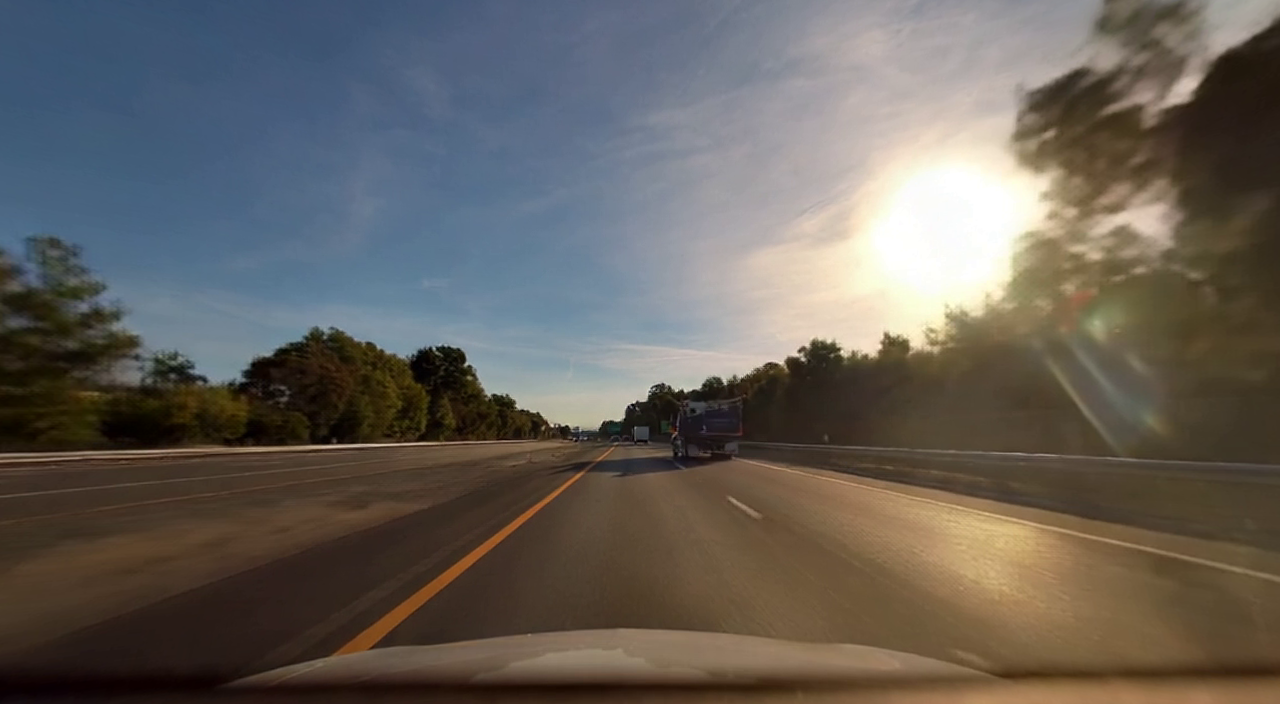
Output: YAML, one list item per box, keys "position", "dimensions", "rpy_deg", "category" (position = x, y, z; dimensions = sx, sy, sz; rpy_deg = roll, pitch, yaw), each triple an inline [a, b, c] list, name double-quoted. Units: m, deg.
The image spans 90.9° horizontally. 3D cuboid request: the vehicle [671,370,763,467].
- position: [3.435, 3.447, 31.354]
  dimensions: [2.911, 3.994, 10.840]
  rpy_deg: [0, -8, -1]
  category: "vehicle"
